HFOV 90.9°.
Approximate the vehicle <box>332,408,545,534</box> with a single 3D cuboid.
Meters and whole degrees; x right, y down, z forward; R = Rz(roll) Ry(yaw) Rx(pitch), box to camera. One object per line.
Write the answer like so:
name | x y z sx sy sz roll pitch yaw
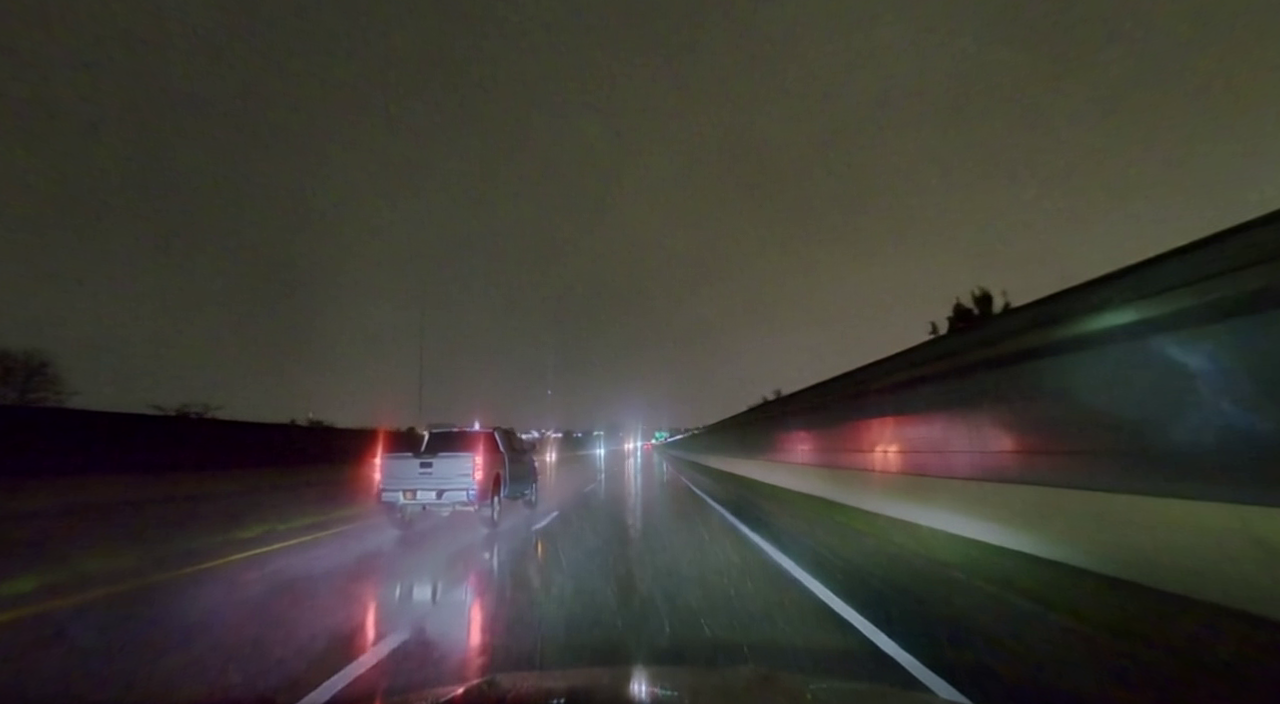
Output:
vehicle | -3.555 2.262 12.635 2.350 1.932 5.562 0 -8 1
